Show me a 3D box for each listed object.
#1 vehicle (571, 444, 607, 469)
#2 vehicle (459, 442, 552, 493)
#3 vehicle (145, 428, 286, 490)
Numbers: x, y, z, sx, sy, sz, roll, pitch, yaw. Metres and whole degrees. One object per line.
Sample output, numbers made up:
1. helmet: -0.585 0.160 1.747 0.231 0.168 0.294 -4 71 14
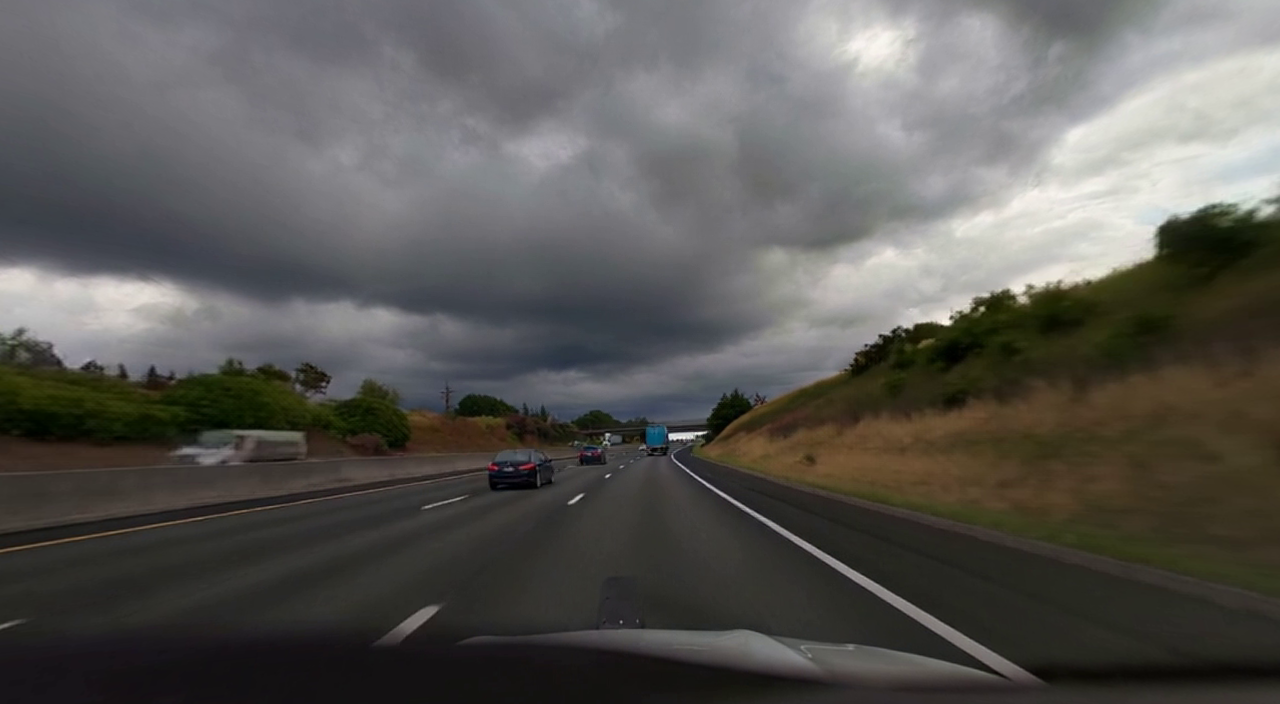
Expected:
1. vehicle: -3.251 6.737 40.770 1.943 1.460 3.961 0 -9 1
2. vehicle: -4.263 3.729 20.711 2.078 1.469 4.371 0 -9 0
3. vehicle: -18.596 4.723 28.110 2.374 2.487 5.476 0 -9 1
